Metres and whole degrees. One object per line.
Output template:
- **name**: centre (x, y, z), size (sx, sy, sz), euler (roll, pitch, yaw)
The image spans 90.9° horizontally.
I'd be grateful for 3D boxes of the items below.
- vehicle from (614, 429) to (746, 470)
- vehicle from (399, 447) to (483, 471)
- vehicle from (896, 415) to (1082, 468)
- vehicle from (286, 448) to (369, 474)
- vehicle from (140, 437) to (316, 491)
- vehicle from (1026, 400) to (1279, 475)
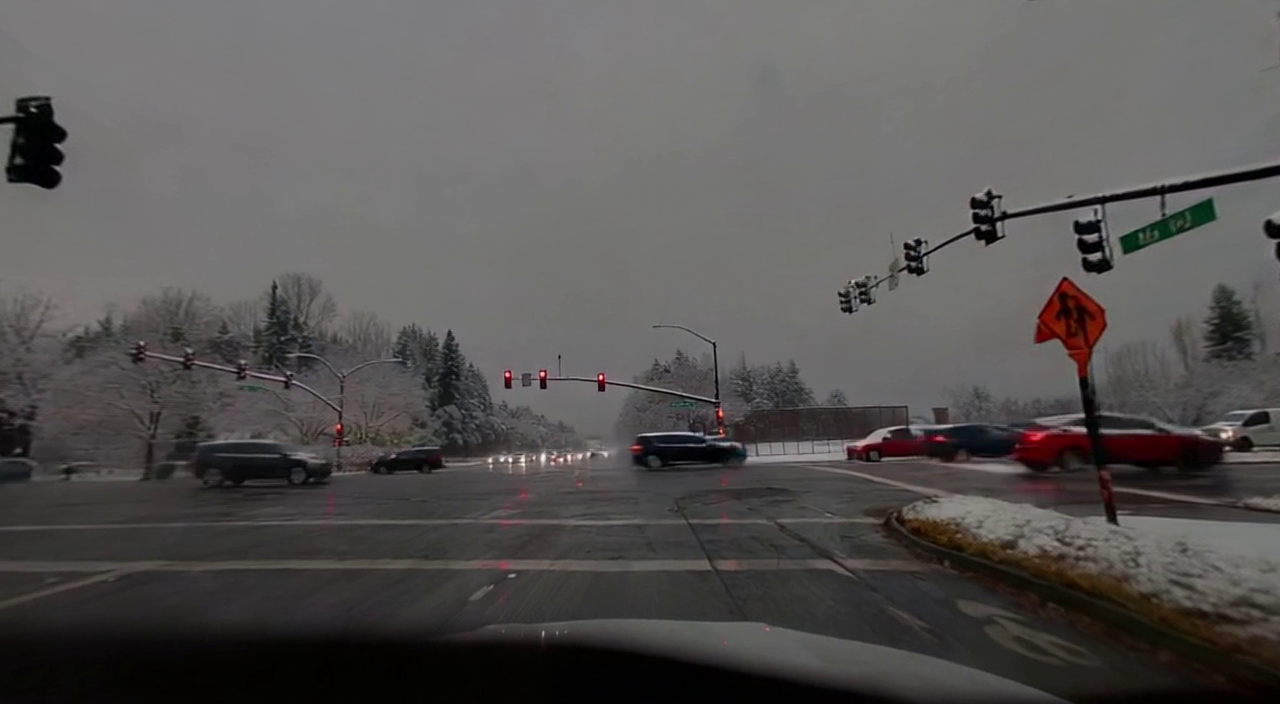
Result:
- **vehicle**: centre (1.525, 3.709, 23.979), size (4.793, 1.473, 1.878), euler (-1, -9, 6)
- **vehicle**: centre (-12.774, 6.879, 40.622), size (4.785, 1.472, 1.799), euler (-1, -9, 5)
- **vehicle**: centre (10.529, 2.757, 19.339), size (4.494, 1.491, 1.906), euler (-1, -9, 6)
- **vehicle**: centre (-22.370, 7.802, 45.206), size (4.939, 1.770, 2.001), euler (-1, -9, 5)
- **vehicle**: centre (-14.155, 3.870, 21.868), size (4.673, 1.740, 2.150), euler (-1, -9, 5)
- **vehicle**: centre (12.529, 2.098, 15.335), size (4.865, 1.663, 1.962), euler (-1, -9, 6)
